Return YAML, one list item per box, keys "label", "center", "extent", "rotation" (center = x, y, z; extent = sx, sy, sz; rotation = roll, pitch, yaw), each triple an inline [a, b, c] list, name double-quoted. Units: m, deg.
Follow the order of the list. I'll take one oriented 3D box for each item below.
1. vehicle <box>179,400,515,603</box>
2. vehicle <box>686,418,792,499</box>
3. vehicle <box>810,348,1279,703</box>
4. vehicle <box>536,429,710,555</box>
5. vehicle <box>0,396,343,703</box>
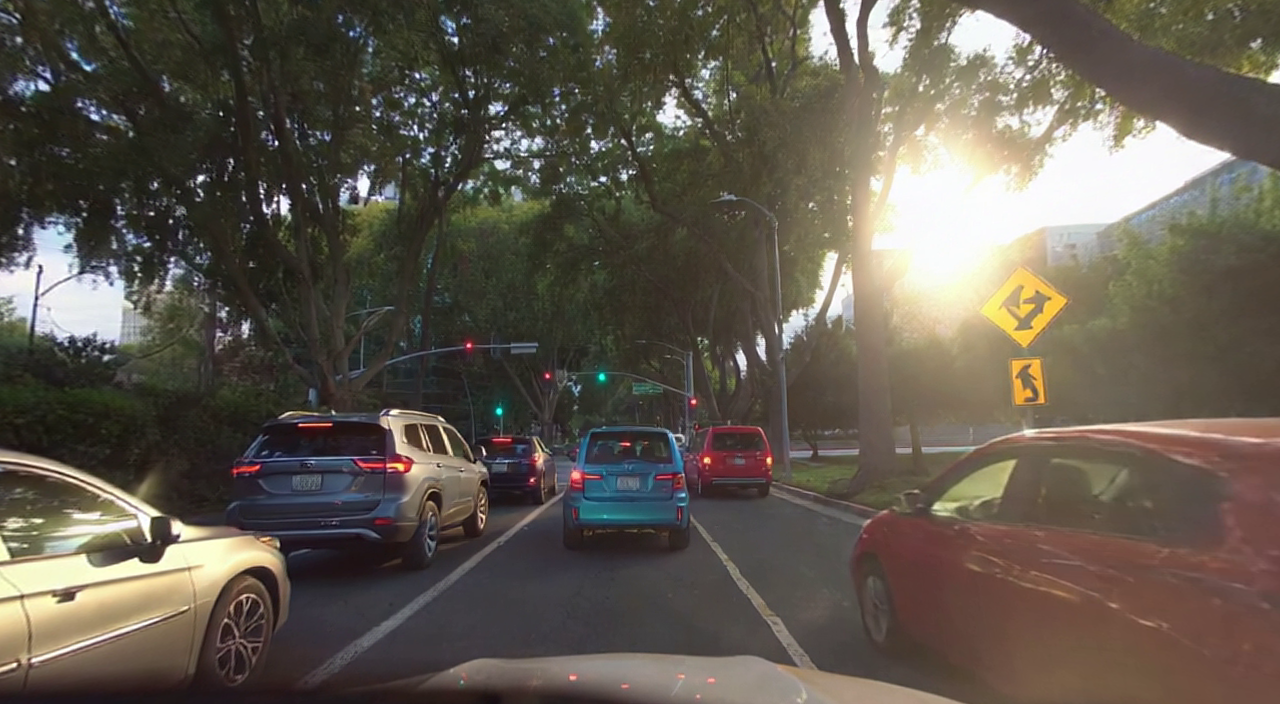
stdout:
- label: "vehicle"
  center: [-2.893, 1.568, 7.446]
  extent: [1.964, 1.712, 4.097]
  rotation: [0, -8, 0]
- label: "vehicle"
  center: [2.456, 2.805, 16.877]
  extent: [2.059, 1.864, 4.541]
  rotation: [0, -8, -1]
- label: "vehicle"
  center: [2.526, 0.974, 2.975]
  extent: [2.116, 1.497, 4.652]
  rotation: [0, -8, 0]
- label: "vehicle"
  center: [-0.248, 1.922, 9.344]
  extent: [2.025, 1.453, 3.848]
  rotation: [0, -8, -2]
- label: "vehicle"
  center: [-2.925, 0.842, 1.617]
  extent: [1.974, 1.484, 4.716]
  rotation: [0, -8, 1]
